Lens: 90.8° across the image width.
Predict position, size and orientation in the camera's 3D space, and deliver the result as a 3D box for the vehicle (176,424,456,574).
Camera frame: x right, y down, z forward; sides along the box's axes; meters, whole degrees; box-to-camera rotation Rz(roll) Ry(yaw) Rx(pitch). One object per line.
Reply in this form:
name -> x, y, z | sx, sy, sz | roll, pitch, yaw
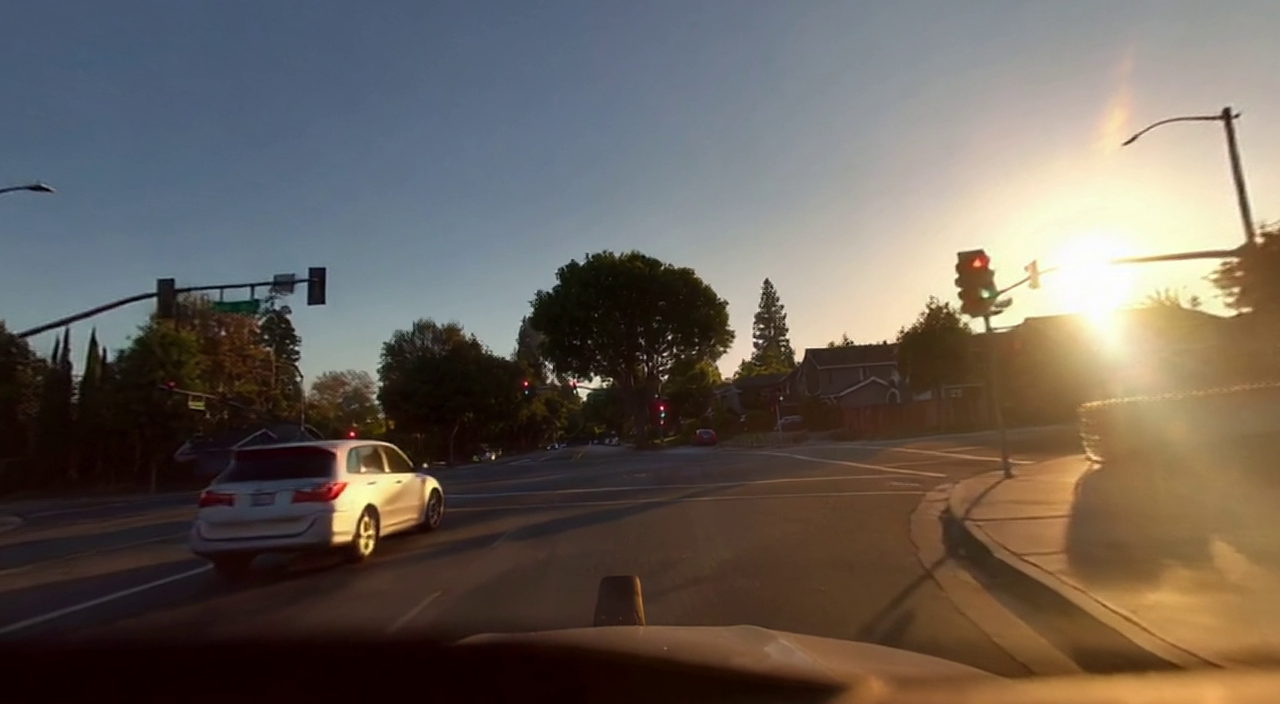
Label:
vehicle -> -3.929, 1.786, 8.531 | 1.777, 1.537, 3.831 | 0, -8, -1
